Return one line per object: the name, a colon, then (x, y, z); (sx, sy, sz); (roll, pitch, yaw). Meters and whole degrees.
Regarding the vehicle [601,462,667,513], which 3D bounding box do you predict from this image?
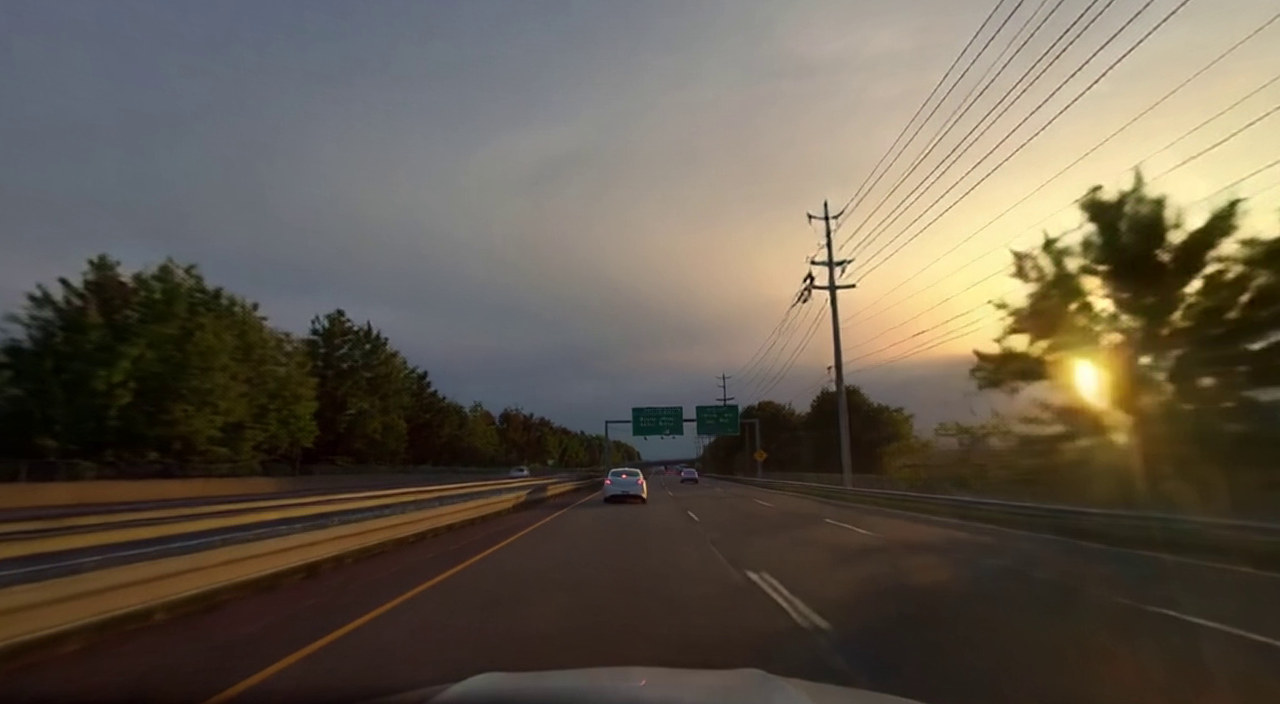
vehicle: (-0.188, 4.427, 20.911); (1.987, 1.480, 3.786); (1, -10, 0)
